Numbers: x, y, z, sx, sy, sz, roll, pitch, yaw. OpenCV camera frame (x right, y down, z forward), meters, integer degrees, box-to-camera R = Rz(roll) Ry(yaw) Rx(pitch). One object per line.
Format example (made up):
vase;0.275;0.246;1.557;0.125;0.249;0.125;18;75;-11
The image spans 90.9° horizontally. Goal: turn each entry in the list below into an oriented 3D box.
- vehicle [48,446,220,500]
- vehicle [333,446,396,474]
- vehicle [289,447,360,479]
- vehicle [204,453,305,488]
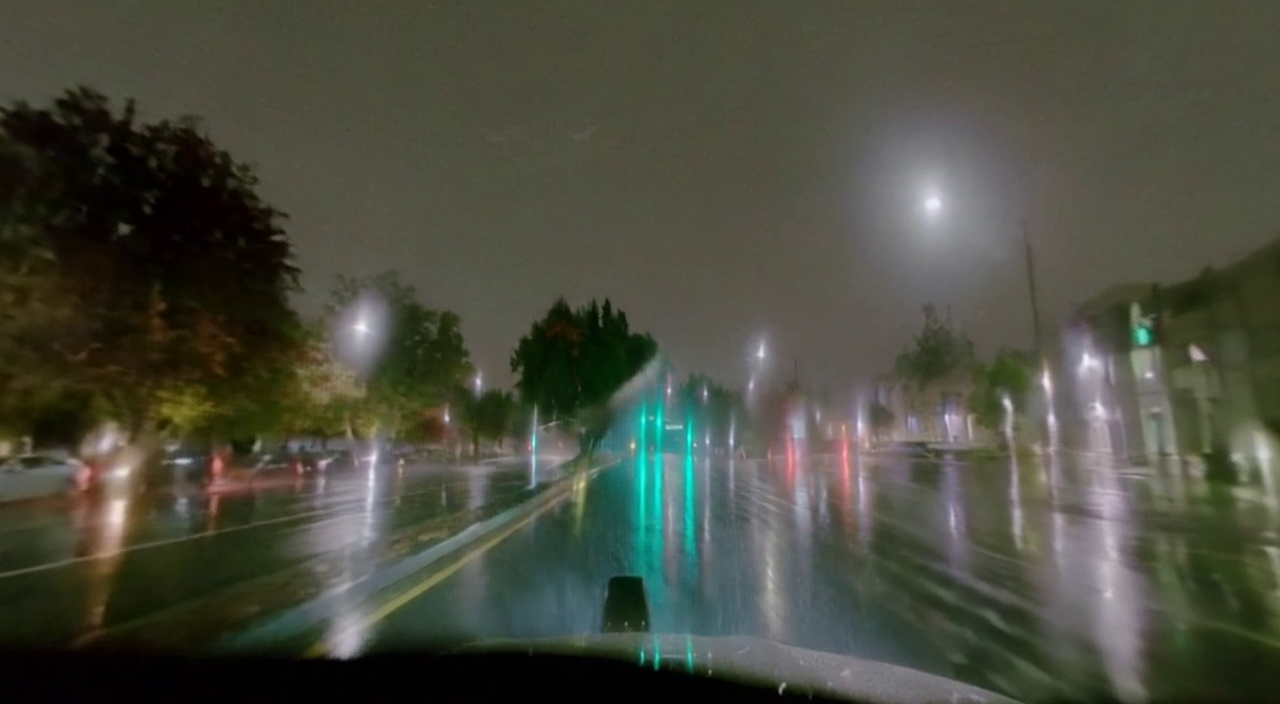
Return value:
vehicle;-18.013;4.282;22.858;2.200;1.730;4.886;0;-8;-1
vehicle;-18.068;7.102;41.635;2.115;1.716;4.900;0;-8;-2
vehicle;-17.950;6.303;36.063;1.952;1.649;4.414;0;-8;-3
vehicle;-17.990;5.516;29.699;1.839;1.456;4.507;0;-8;0
